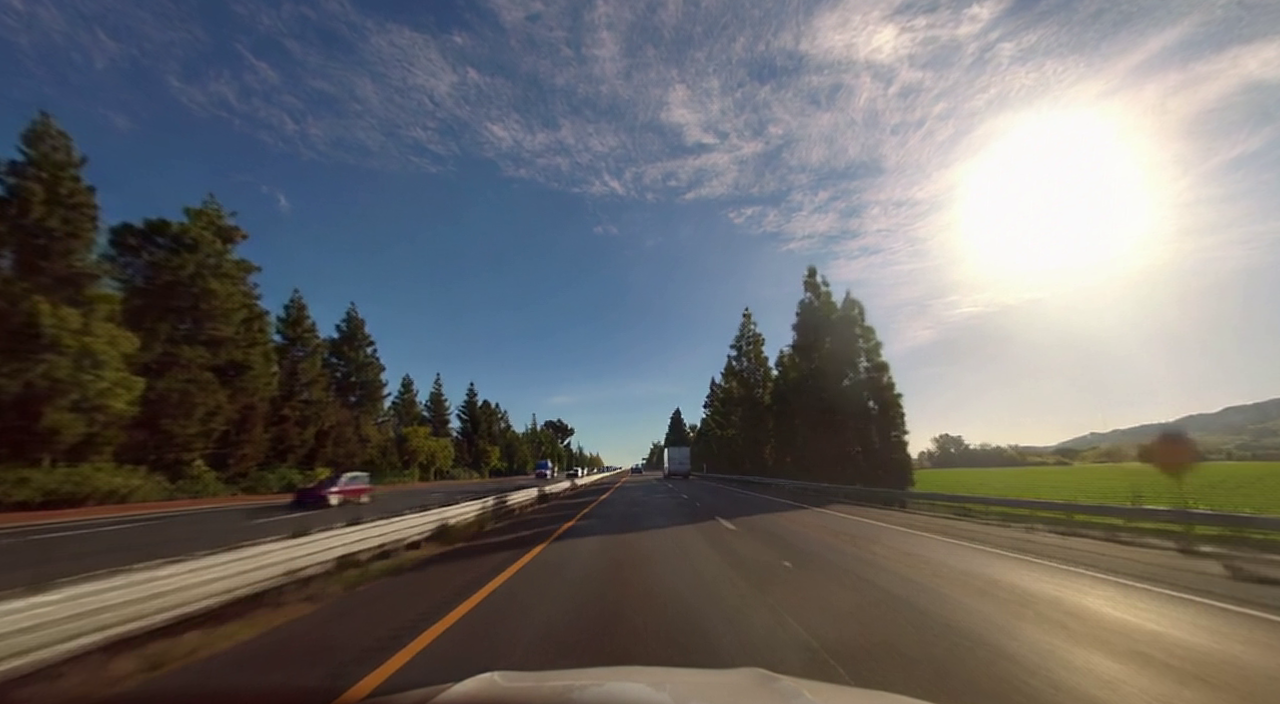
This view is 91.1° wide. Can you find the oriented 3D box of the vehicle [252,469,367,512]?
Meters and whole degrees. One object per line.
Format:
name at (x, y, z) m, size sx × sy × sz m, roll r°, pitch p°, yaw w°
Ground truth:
vehicle at (-12.752, 5.352, 24.645) m, size 1.884 × 1.497 × 4.704 m, roll 0°, pitch -10°, yaw 1°
